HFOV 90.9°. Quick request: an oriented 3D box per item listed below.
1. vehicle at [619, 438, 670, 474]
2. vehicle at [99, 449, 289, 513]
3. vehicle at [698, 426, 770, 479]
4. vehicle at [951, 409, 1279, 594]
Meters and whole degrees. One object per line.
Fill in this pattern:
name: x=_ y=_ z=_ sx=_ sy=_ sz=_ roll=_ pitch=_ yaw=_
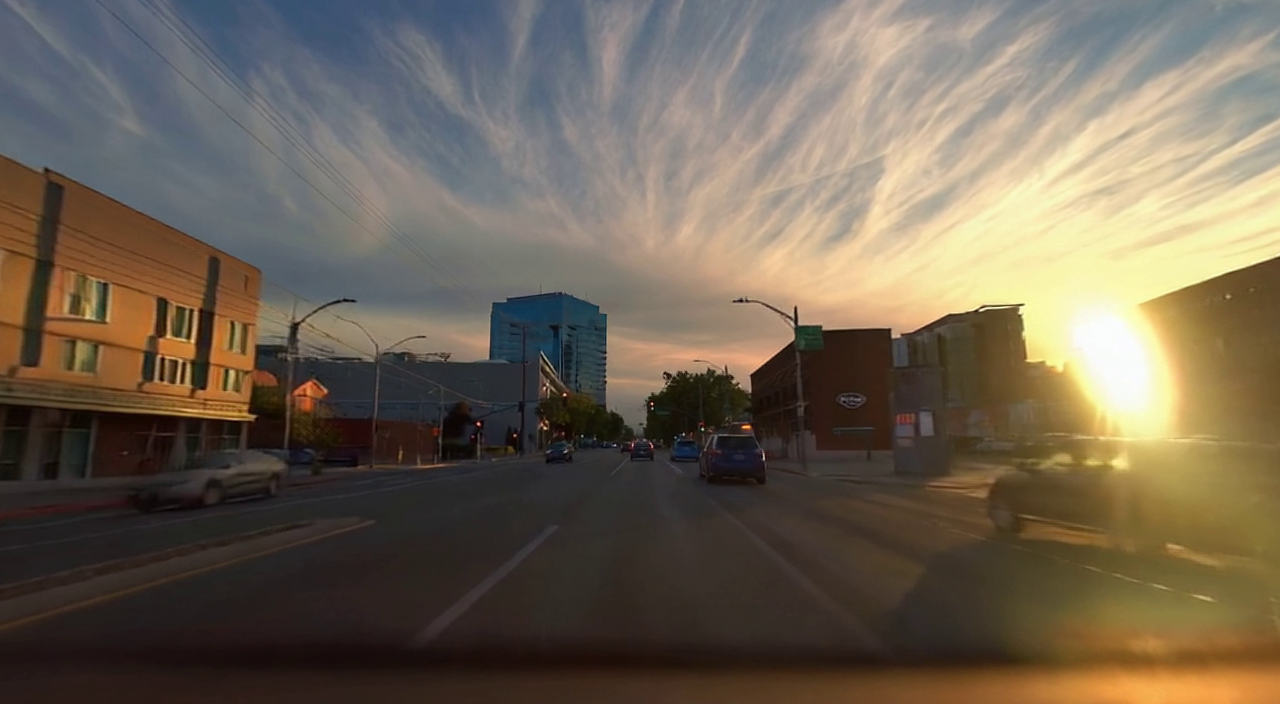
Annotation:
vehicle: x=0.234 y=4.883 z=29.817 sx=2.245 sy=1.587 sz=4.094 roll=0 pitch=-9 yaw=1
vehicle: x=-12.072 y=3.471 z=17.555 sx=2.023 sy=1.496 sz=4.529 roll=0 pitch=-9 yaw=-1
vehicle: x=3.724 y=4.117 z=25.921 sx=2.159 sy=1.938 sz=4.836 roll=0 pitch=-9 yaw=0
vehicle: x=6.671 y=1.943 z=9.052 sx=2.056 sy=1.877 sz=4.597 roll=-3 pitch=-9 yaw=2
